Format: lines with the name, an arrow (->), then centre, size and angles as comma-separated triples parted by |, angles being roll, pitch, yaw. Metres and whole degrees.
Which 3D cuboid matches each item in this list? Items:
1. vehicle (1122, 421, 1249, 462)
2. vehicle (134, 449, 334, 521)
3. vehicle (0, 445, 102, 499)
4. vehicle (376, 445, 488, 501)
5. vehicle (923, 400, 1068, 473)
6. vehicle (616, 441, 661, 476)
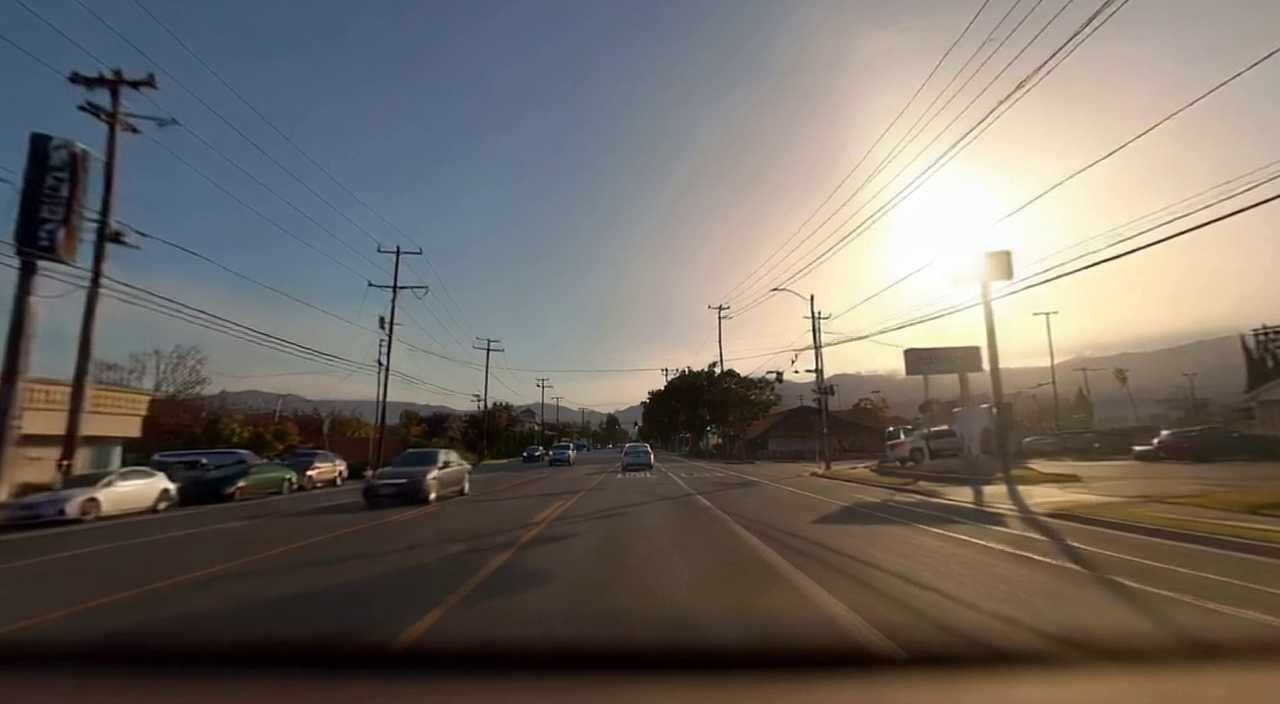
vehicle -> 27.742, 4.587, 32.407 | 2.024, 1.827, 4.995 | -3, -8, 1
vehicle -> -9.792, 3.195, 15.837 | 1.888, 1.465, 4.701 | 0, -8, 0
vehicle -> -20.787, 3.963, 21.146 | 1.911, 1.663, 4.115 | 0, -8, -1
vehicle -> -6.162, 3.608, 19.327 | 1.923, 1.472, 4.342 | 0, -8, 0
vehicle -> 13.987, 3.440, 25.488 | 2.449, 2.564, 5.877 | 0, -8, 1
vehicle -> -0.058, 5.249, 31.426 | 2.067, 1.547, 4.513 | 0, -8, 0
